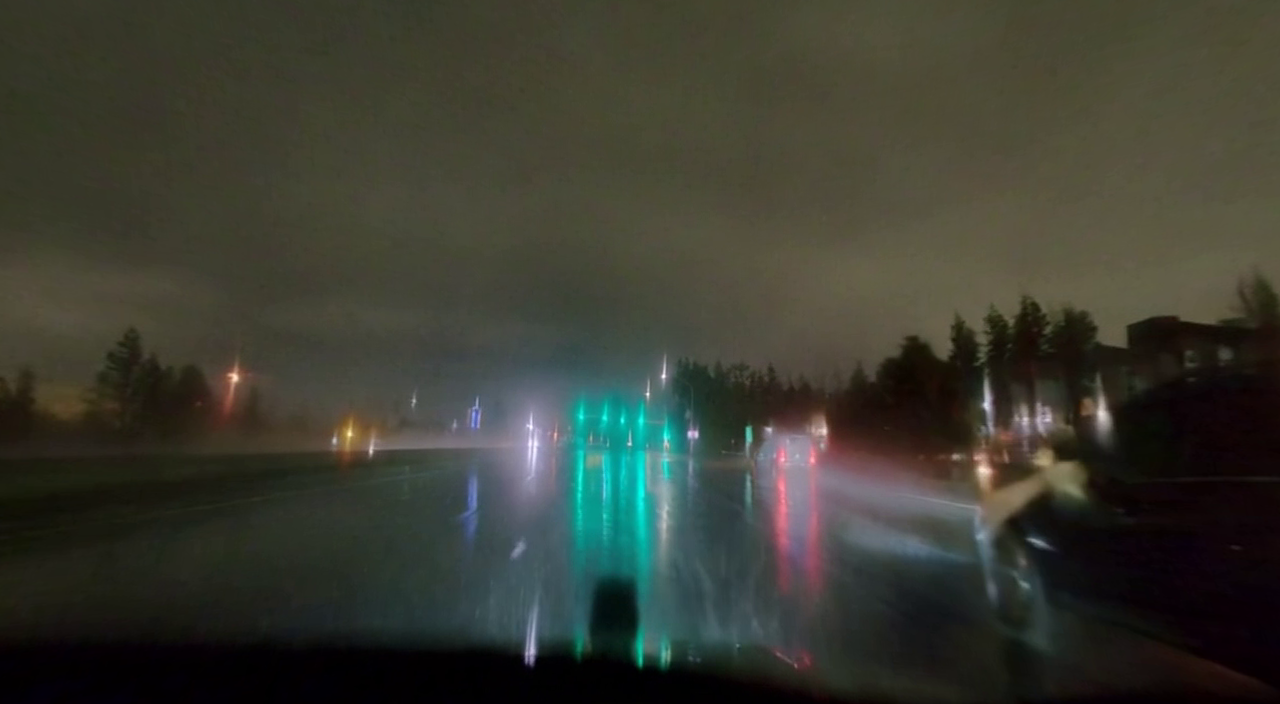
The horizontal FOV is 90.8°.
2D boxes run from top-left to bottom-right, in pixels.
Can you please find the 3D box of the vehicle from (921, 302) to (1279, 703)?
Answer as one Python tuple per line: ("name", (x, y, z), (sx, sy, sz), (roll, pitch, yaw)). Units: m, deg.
("vehicle", (3.603, 0.755, 2.918), (2.212, 1.753, 5.064), (0, -9, -1))
